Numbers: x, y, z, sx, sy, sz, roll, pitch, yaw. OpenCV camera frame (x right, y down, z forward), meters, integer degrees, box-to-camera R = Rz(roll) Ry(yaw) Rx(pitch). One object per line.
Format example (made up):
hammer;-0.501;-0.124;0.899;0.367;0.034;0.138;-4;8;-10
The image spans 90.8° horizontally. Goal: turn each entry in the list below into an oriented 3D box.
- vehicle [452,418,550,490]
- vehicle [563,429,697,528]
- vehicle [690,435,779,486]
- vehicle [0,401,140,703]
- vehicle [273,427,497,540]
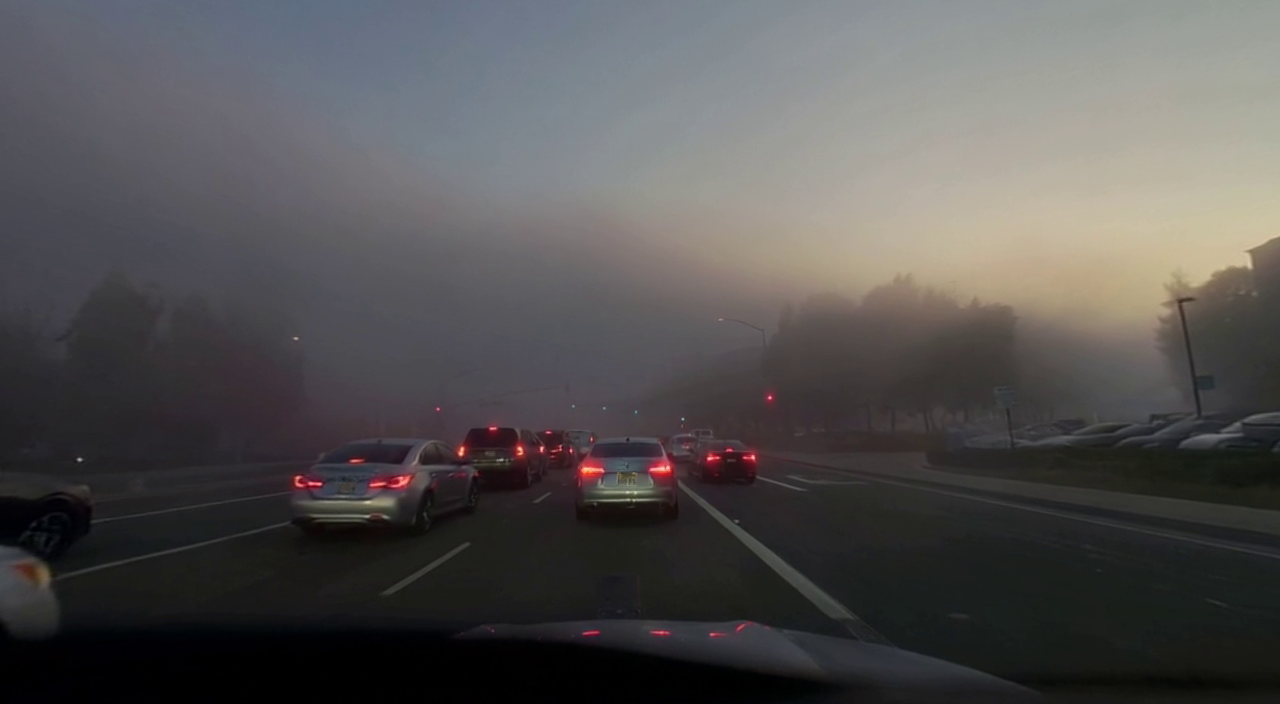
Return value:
vehicle;-4.013;3.029;19.057;2.054;1.881;4.469;0;-8;-2
vehicle;-0.203;2.196;11.566;2.007;1.467;4.059;0;-8;-2
vehicle;2.857;3.395;20.133;1.978;1.452;4.381;0;-8;-2
vehicle;-3.717;0.734;1.161;2.052;1.475;4.341;0;-8;0
vehicle;-3.863;2.057;10.529;1.985;1.467;4.224;0;-8;0
